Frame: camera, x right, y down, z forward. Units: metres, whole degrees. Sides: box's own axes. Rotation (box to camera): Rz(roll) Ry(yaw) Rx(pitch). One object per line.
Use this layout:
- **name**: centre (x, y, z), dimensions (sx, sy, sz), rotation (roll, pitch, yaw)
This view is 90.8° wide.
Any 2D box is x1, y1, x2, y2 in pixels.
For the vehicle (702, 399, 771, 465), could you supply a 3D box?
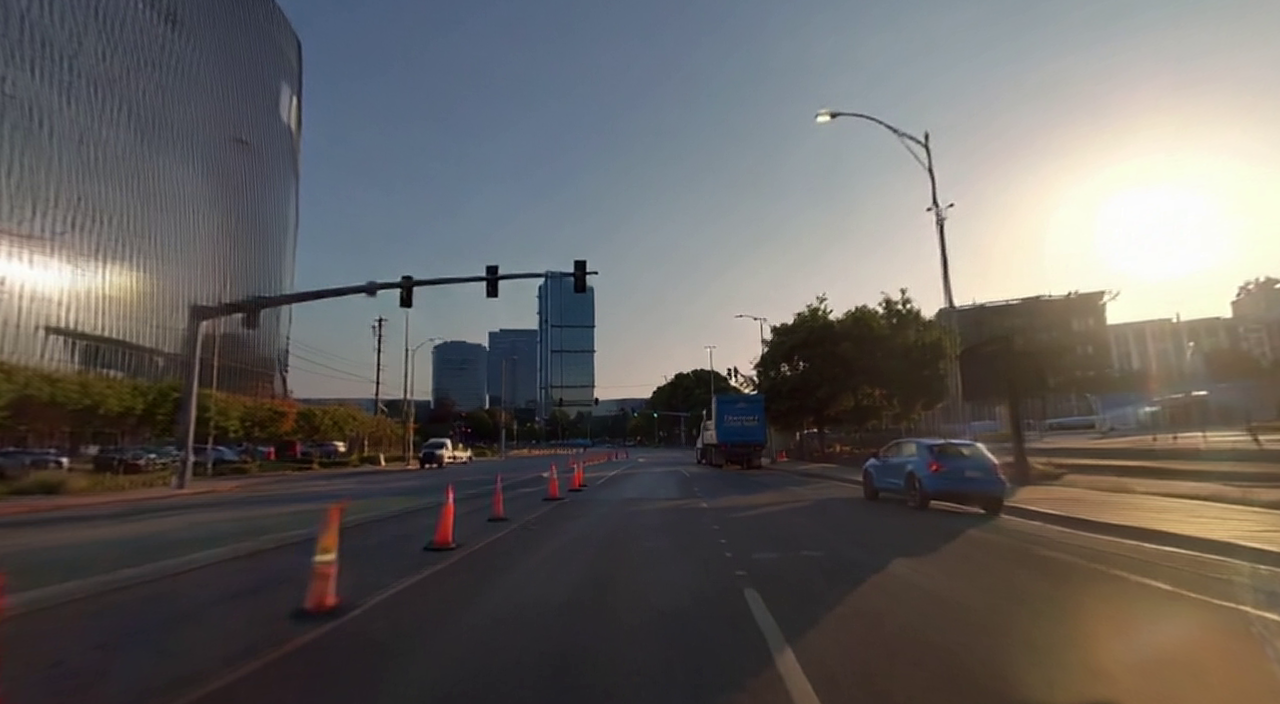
- **vehicle**: centre (6.276, 5.507, 42.870), dimensions (3.176, 3.913, 9.805), rotation (0, -8, 0)

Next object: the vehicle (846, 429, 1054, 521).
- **vehicle**: centre (6.237, 2.506, 13.477), dimensions (2.098, 1.619, 4.433), rotation (0, -8, -1)

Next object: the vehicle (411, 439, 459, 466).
- **vehicle**: centre (-15.881, 7.810, 49.222), dimensions (1.937, 1.984, 4.928), rotation (0, -8, 1)

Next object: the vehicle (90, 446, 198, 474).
- **vehicle**: centre (-24.895, 5.433, 31.802), dimensions (3.905, 1.345, 1.737), rotation (0, -8, -1)

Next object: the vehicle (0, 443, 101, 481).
- **vehicle**: centre (-25.547, 4.561, 26.366), dimensions (4.237, 1.490, 1.901), rotation (1, -8, -3)
